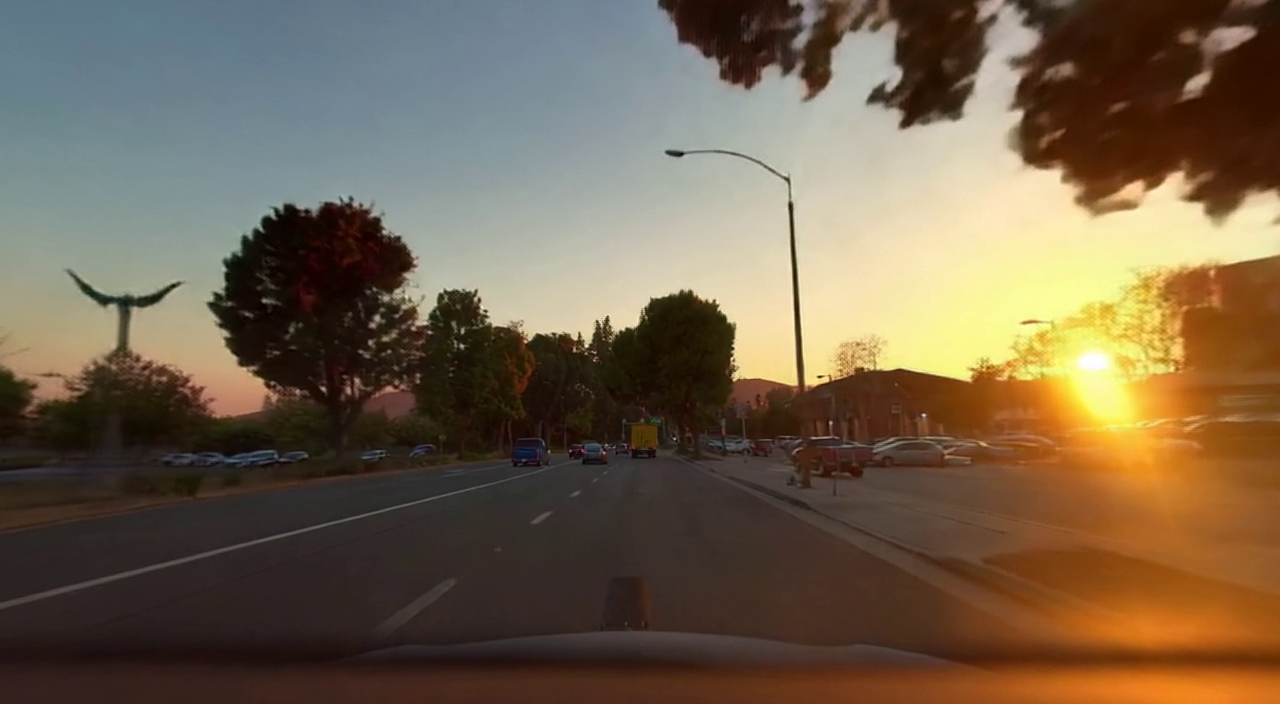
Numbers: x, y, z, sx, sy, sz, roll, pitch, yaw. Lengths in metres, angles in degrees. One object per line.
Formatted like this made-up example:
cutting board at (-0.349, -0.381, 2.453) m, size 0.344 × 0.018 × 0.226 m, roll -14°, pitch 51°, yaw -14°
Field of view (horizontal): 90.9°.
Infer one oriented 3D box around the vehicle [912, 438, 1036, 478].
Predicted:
vehicle at (13.418, 4.272, 25.680) m, size 1.944 × 1.476 × 4.483 m, roll 2°, pitch -9°, yaw -13°

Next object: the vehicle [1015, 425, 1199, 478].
vehicle at (18.509, 3.989, 25.497) m, size 2.211 × 1.880 × 5.847 m, roll 2°, pitch -9°, yaw -12°

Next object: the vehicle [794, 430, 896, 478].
vehicle at (8.191, 4.126, 25.744) m, size 2.057 × 1.750 × 4.679 m, roll 1°, pitch -9°, yaw -8°

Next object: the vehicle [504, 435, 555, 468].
vehicle at (-6.842, 6.240, 39.568) m, size 2.149 × 1.893 × 5.187 m, roll 0°, pitch -8°, yaw 1°
